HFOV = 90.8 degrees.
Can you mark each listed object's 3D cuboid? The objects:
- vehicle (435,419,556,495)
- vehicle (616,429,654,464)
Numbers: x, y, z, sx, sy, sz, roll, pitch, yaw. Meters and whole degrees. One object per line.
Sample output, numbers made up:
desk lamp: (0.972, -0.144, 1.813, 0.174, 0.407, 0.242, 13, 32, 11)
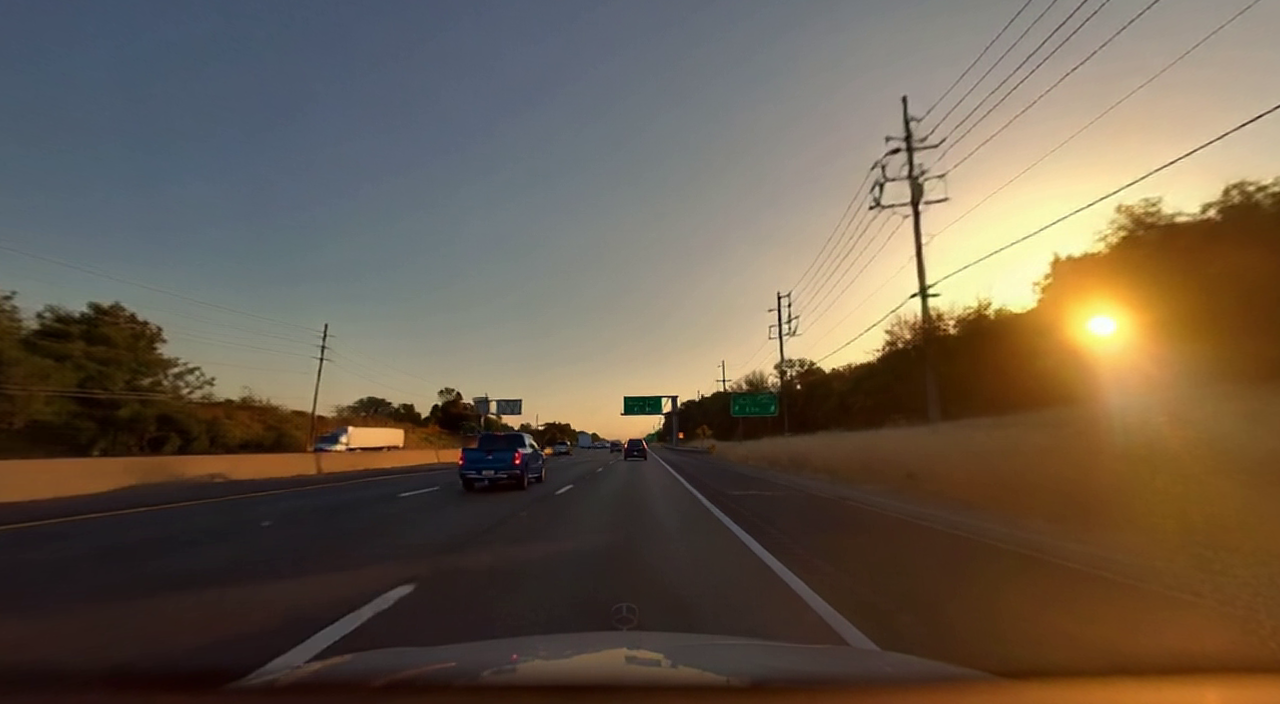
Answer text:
vehicle: (-3.851, 2.941, 18.017, 2.204, 1.812, 5.289, 0, -8, 0)
vehicle: (-0.341, 6.232, 41.765, 2.358, 2.144, 4.713, 0, -8, 0)
